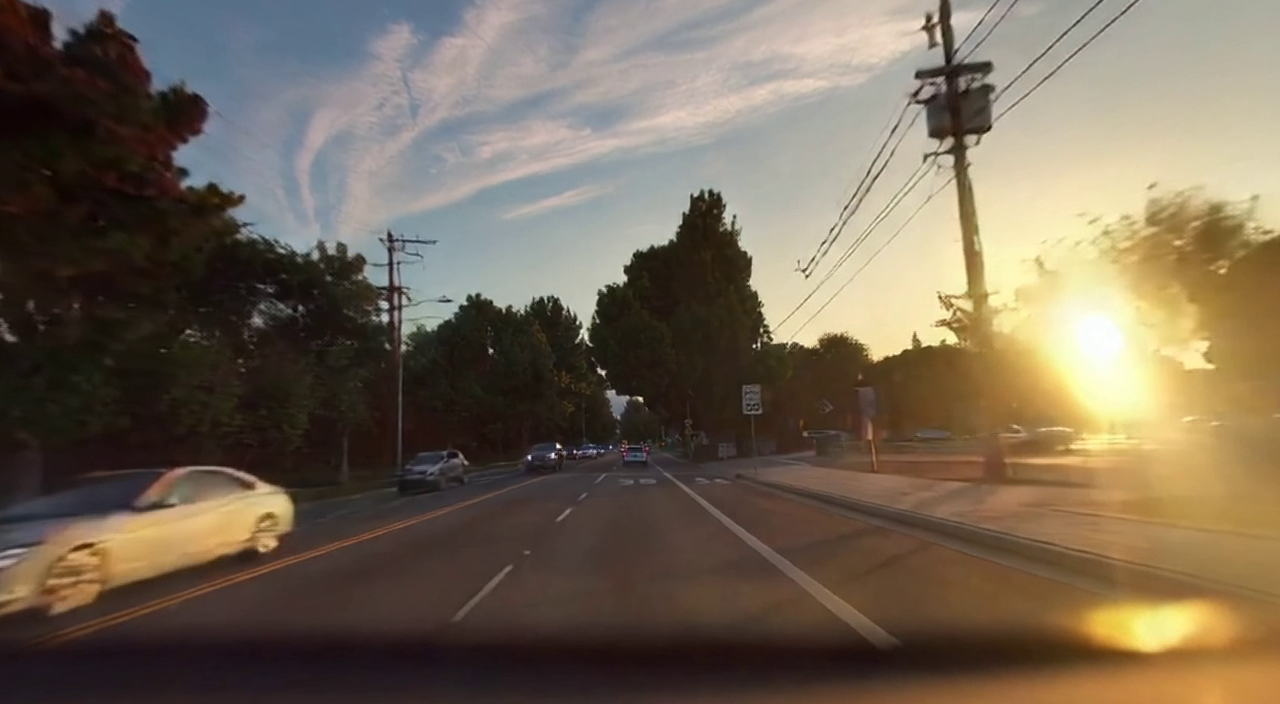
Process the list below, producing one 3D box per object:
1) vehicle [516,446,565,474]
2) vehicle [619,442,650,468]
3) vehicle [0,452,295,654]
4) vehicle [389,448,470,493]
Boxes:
[{"bbox_3d":[-6.509,7.116,41.851,2.305,1.685,5.690,-1,-8,0],"label":"vehicle"},{"bbox_3d":[-0.421,7.510,46.204,2.163,1.746,4.073,0,-8,-2],"label":"vehicle"},{"bbox_3d":[-5.801,1.805,6.553,2.030,1.445,4.321,-1,-8,0],"label":"vehicle"},{"bbox_3d":[-9.085,5.095,27.723,1.988,1.744,4.687,-1,-8,-1],"label":"vehicle"}]
